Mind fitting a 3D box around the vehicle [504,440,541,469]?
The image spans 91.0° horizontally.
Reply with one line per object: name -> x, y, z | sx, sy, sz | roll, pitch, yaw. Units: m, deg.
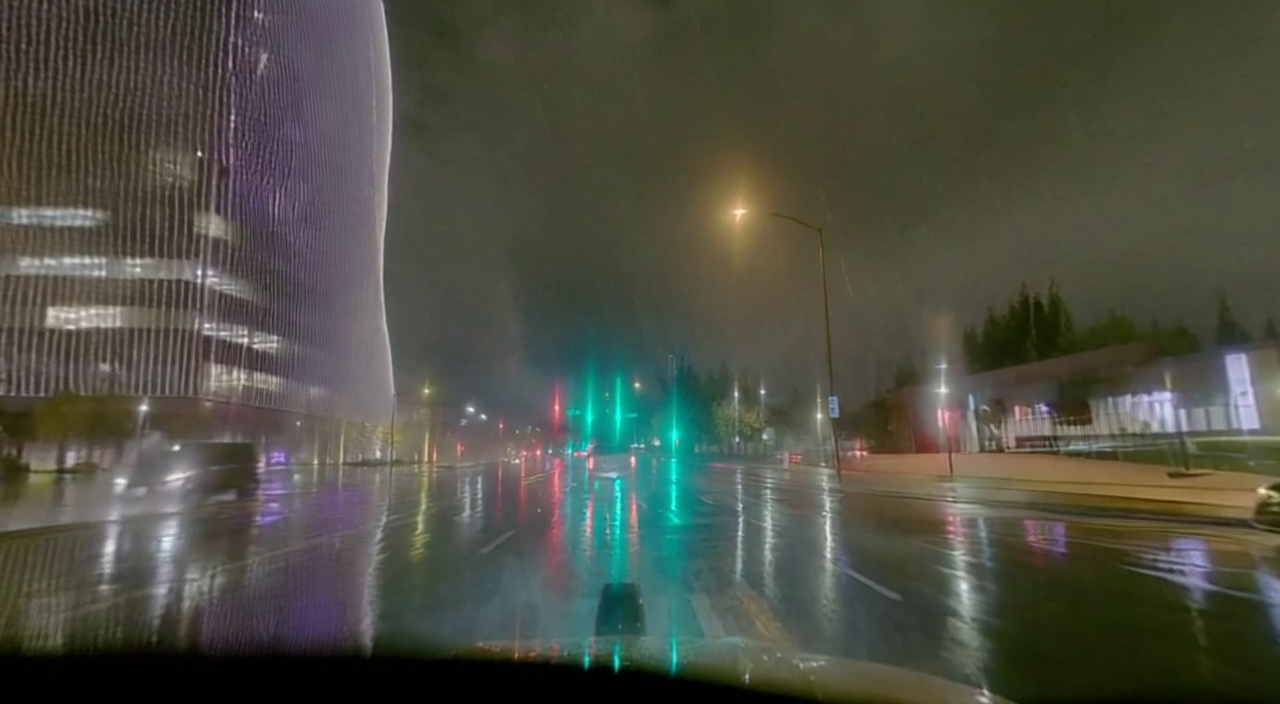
vehicle -> -7.656, 6.600, 40.623 | 2.121, 1.728, 4.161 | 2, -9, -13

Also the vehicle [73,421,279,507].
vehicle -> -13.066, 3.372, 18.372 | 2.334, 1.945, 5.298 | 6, -13, -7

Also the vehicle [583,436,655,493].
vehicle -> -0.636, 3.716, 21.171 | 2.183, 1.675, 4.319 | 0, -9, 0
